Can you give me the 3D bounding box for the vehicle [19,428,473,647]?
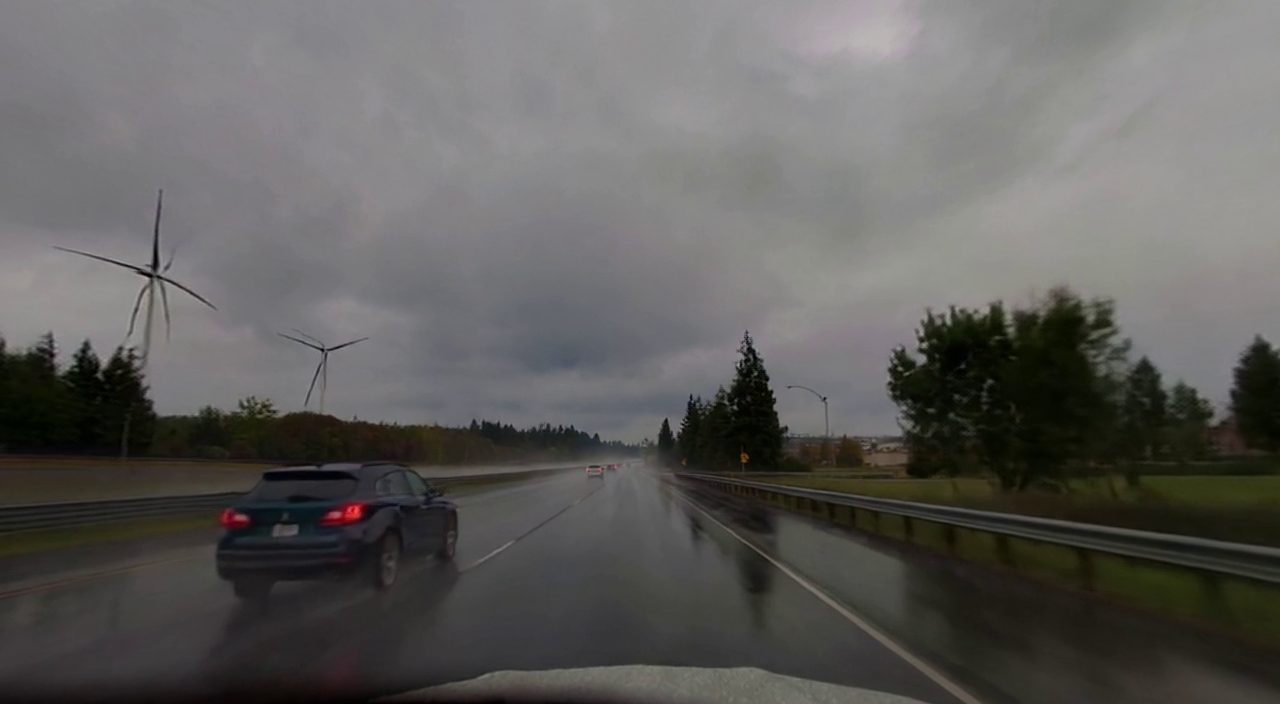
[{"bbox_3d":[-3.325,1.683,6.538,2.001,1.486,4.104,1,-10,0],"label":"vehicle"}]
